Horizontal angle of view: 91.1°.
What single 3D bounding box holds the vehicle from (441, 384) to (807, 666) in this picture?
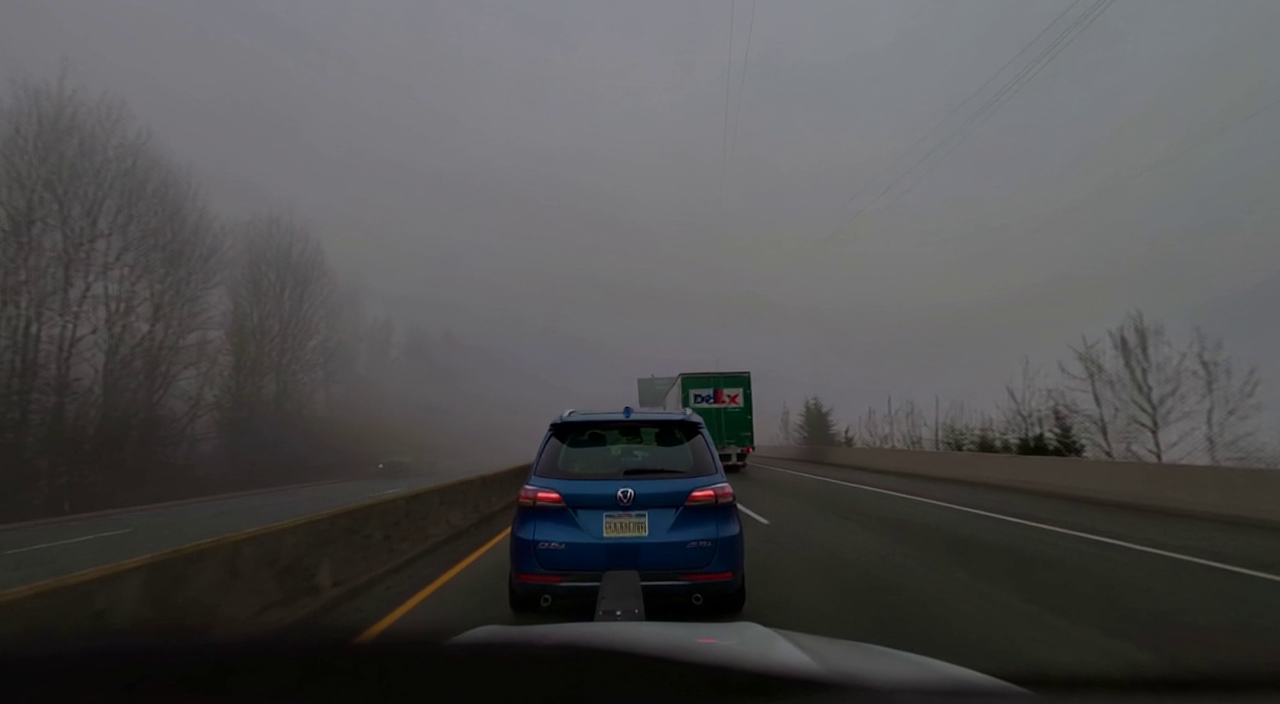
[{"bbox_3d":[-0.133,1.235,5.582,2.062,1.581,3.914,0,-8,-1],"label":"vehicle"}]
